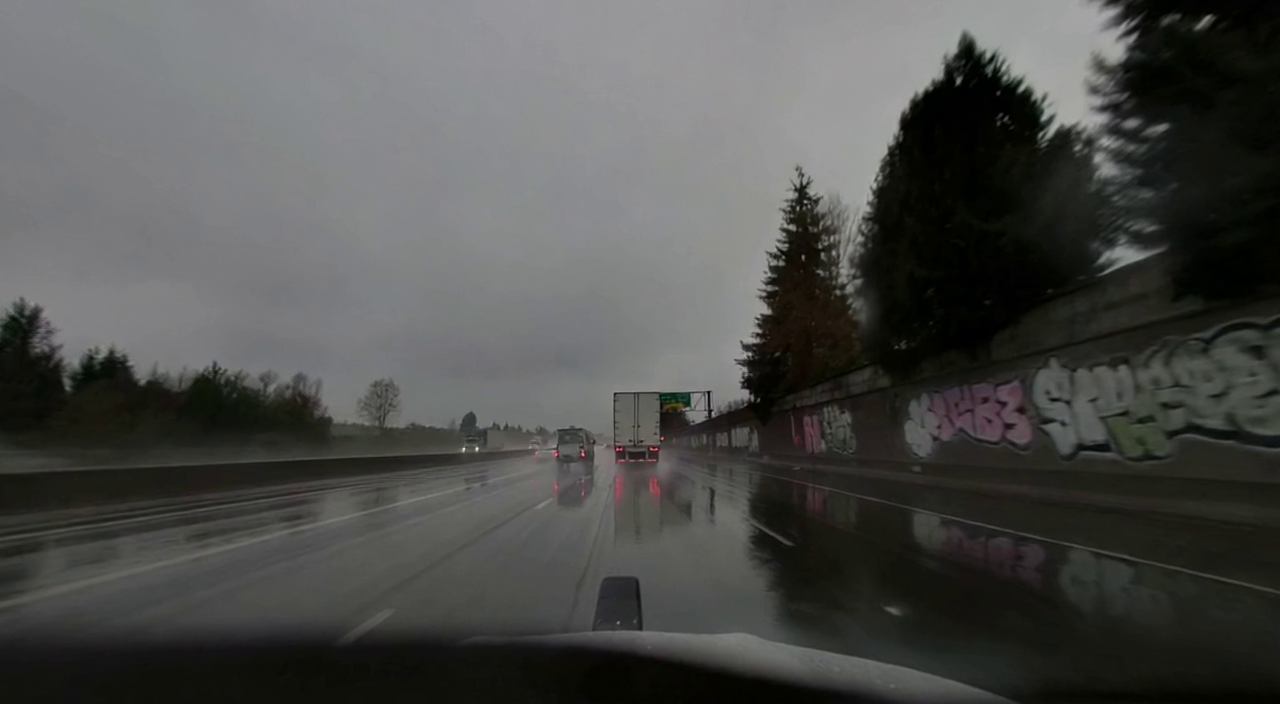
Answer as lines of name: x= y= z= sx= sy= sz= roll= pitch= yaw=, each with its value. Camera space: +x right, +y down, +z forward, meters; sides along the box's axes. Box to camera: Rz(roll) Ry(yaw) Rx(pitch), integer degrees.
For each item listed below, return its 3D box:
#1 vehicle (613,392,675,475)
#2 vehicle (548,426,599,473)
vehicle: x=0.114 y=4.852 z=36.409 sx=3.042 sy=4.023 sz=10.832 roll=0 pitch=-9 yaw=-1
vehicle: x=-3.592 y=5.418 z=34.878 sx=2.278 sy=2.369 sz=5.249 roll=0 pitch=-9 yaw=0
